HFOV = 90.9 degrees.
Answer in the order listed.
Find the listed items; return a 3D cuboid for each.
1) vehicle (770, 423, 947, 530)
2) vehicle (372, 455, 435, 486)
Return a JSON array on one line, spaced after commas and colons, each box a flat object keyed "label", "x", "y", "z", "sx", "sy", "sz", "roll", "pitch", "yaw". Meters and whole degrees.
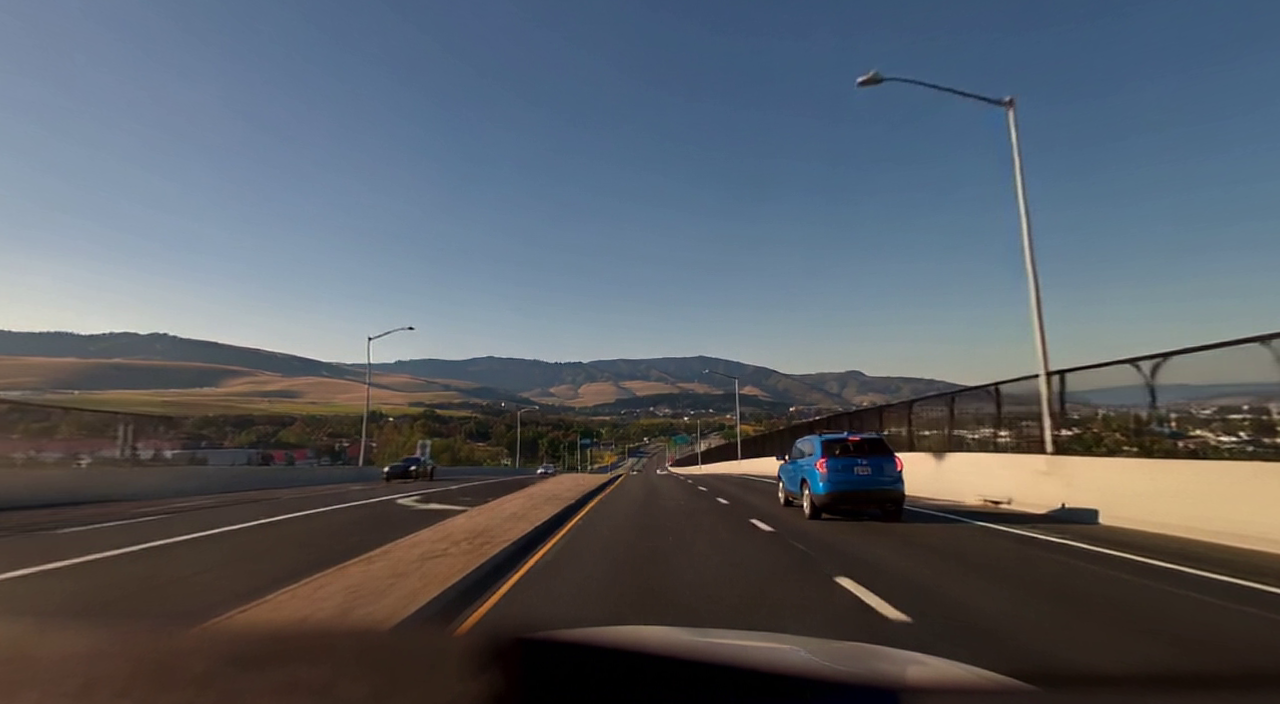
[{"label": "vehicle", "x": 4.030, "y": 2.367, "z": 12.553, "sx": 1.989, "sy": 1.730, "sz": 4.324, "roll": 0, "pitch": -9, "yaw": 1}, {"label": "vehicle", "x": -13.749, "y": 6.890, "z": 36.984, "sx": 1.918, "sy": 1.642, "sz": 4.391, "roll": 0, "pitch": -9, "yaw": 1}]
